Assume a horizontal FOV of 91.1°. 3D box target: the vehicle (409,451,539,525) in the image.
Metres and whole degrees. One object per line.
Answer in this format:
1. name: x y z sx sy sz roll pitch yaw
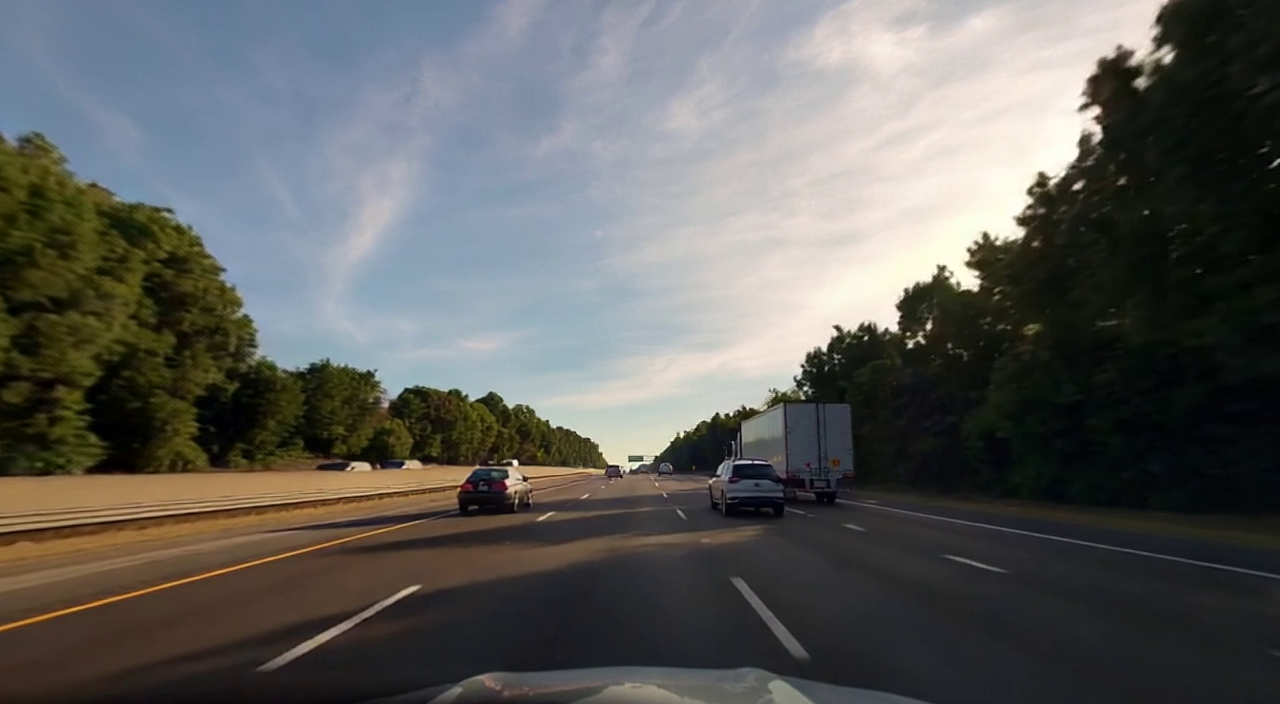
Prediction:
1. vehicle: -3.895 3.300 15.606 2.025 1.547 4.150 1 -10 1

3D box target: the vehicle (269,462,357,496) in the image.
1. vehicle: -15.599 6.084 30.264 1.832 1.455 4.420 1 -10 0

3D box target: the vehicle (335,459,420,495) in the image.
1. vehicle: -11.872 5.669 28.740 1.897 1.459 4.503 1 -10 0

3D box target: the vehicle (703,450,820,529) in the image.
1. vehicle: 2.919 3.468 16.261 2.050 1.708 4.457 1 -10 -1

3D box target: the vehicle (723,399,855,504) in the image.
1. vehicle: 7.089 5.521 33.792 2.883 4.151 17.144 1 -10 0
